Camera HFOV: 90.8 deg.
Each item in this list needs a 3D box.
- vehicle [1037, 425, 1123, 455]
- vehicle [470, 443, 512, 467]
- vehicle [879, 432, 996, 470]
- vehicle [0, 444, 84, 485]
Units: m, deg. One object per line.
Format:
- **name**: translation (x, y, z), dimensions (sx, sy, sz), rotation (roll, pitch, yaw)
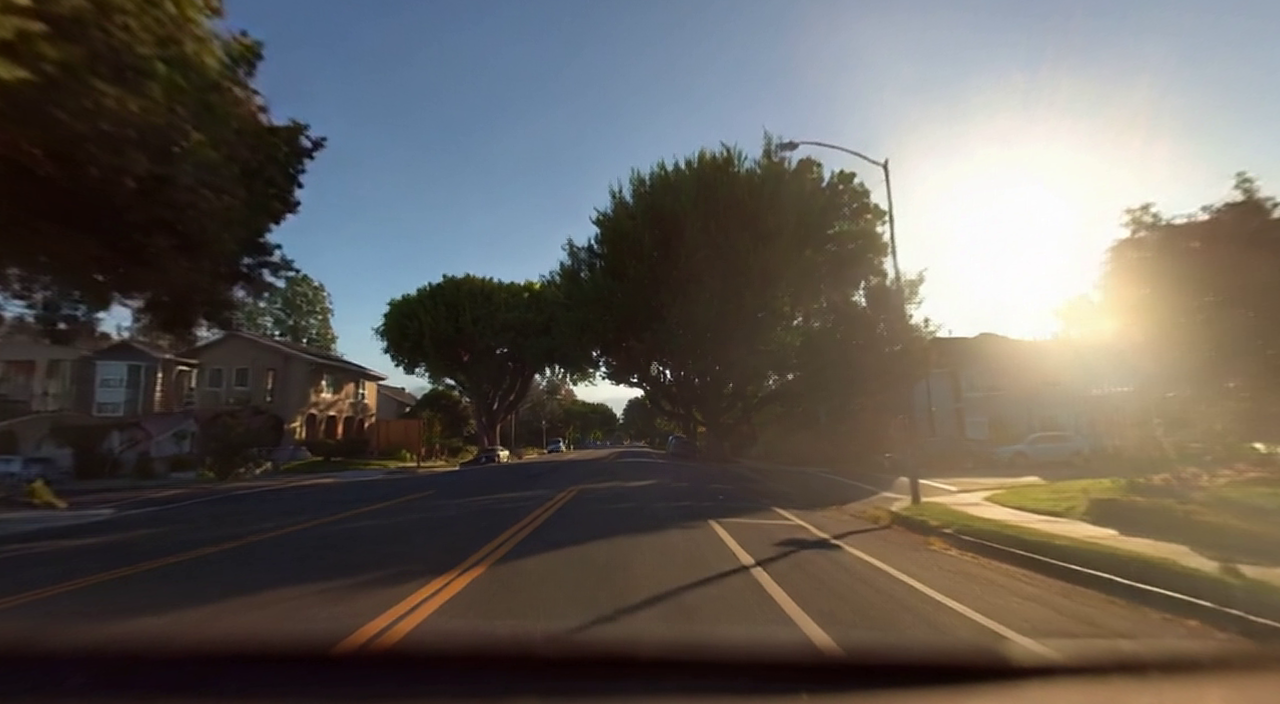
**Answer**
- **vehicle**: translation (26.981, 5.442, 38.915), dimensions (2.000, 1.773, 4.469), rotation (0, -8, -1)
- **vehicle**: translation (-11.048, 7.646, 47.220), dimensions (2.049, 1.527, 4.677), rotation (-4, -8, -1)
- **vehicle**: translation (14.308, 4.789, 30.597), dimensions (4.635, 1.706, 1.954), rotation (0, -8, 2)
- **vehicle**: translation (-30.608, 5.404, 30.675), dimensions (5.077, 1.866, 2.236), rotation (0, -8, 3)
